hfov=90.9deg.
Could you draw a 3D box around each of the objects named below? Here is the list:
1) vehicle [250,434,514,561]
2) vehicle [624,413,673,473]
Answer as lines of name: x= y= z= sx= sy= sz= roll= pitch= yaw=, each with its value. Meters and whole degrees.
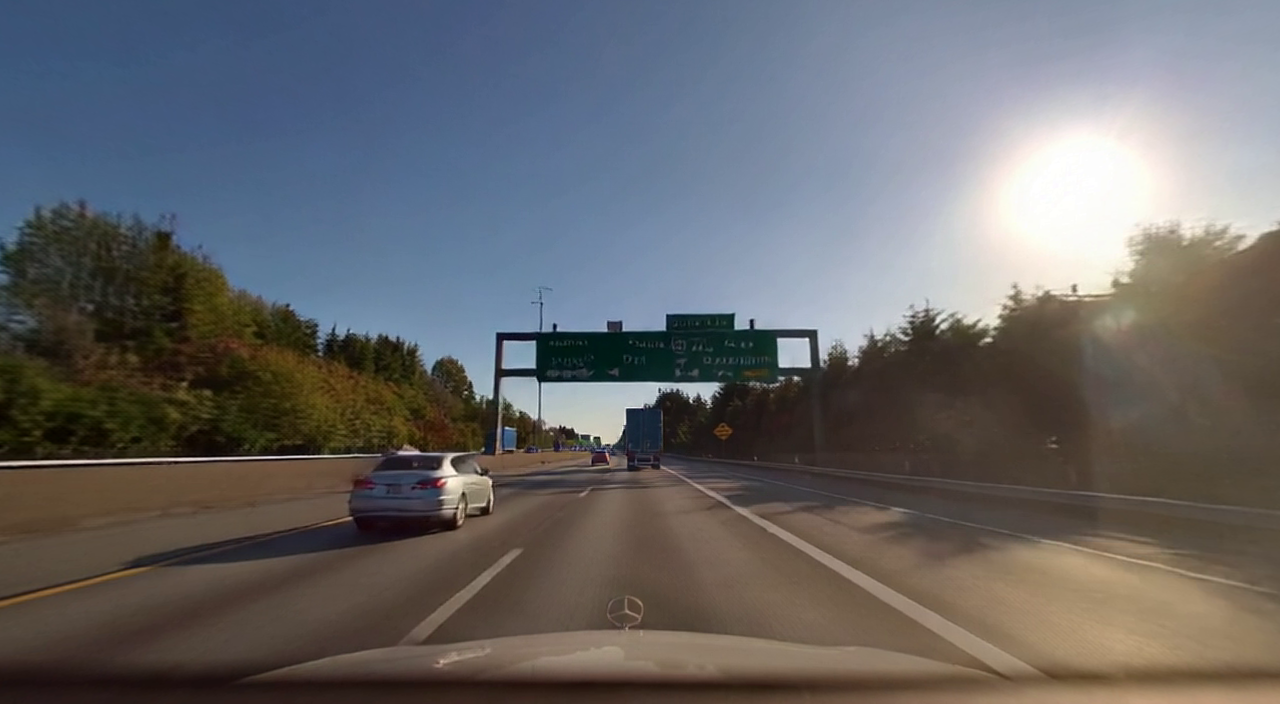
vehicle: x=-3.669 y=2.174 z=10.298 sx=2.114 sy=1.523 sz=5.110 roll=0 pitch=-9 yaw=1
vehicle: x=0.408 y=6.244 z=42.888 sx=2.893 sy=3.628 sz=9.081 roll=0 pitch=-9 yaw=-2
